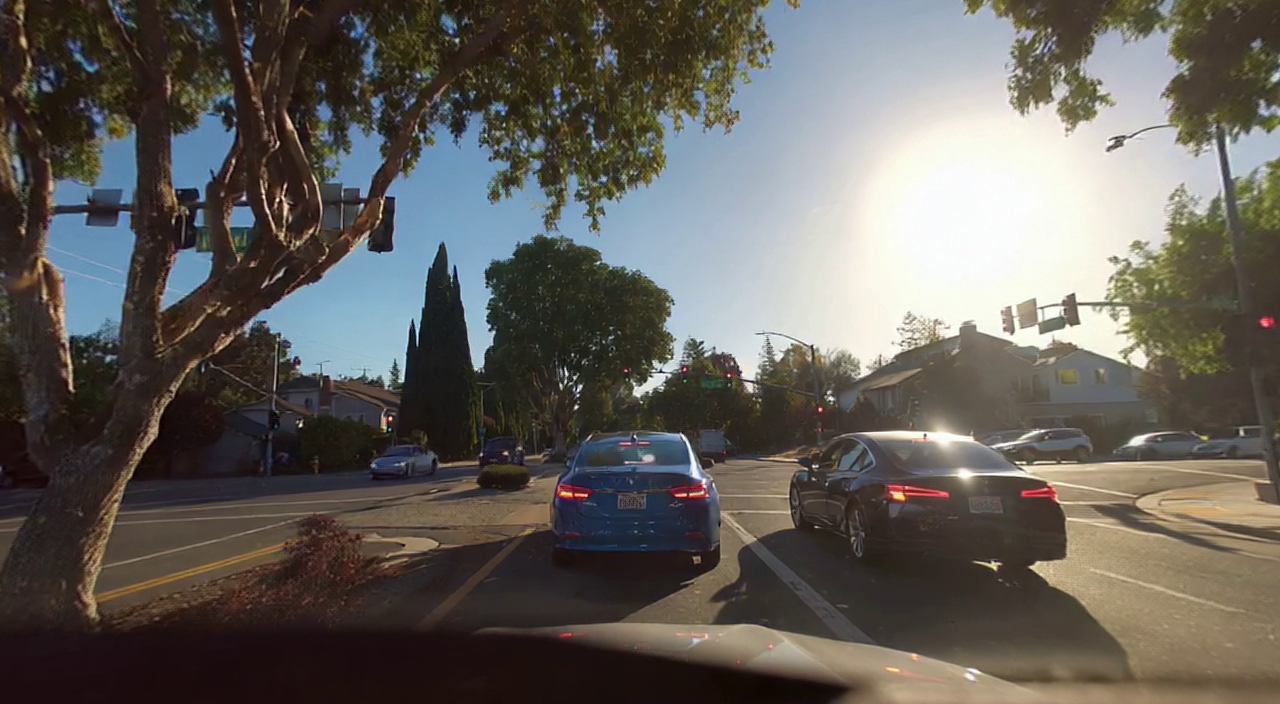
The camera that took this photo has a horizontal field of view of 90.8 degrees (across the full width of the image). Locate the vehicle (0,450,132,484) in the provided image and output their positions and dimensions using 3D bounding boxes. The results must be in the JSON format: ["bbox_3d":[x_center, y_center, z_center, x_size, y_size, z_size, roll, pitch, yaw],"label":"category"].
[{"bbox_3d":[-28.121,5.611,31.049,4.538,1.591,1.949,0,-8,1],"label":"vehicle"}]

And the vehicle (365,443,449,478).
[{"bbox_3d":[-11.273,5.271,31.029,2.102,1.531,5.072,0,-8,2],"label":"vehicle"}]

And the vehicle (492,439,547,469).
[{"bbox_3d":[-7.433,6.342,39.472,2.383,1.779,4.973,0,-8,1],"label":"vehicle"}]

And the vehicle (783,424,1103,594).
[{"bbox_3d":[3.183,1.714,7.770,1.913,1.505,4.097,0,-8,0],"label":"vehicle"}]

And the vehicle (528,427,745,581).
[{"bbox_3d":[-0.054,1.783,8.248,2.103,1.478,4.073,0,-8,-1],"label":"vehicle"}]

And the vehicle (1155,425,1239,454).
[{"bbox_3d":[41.705,6.583,47.352,4.388,2.079,1.960,0,-8,-2],"label":"vehicle"}]

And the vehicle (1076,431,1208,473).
[{"bbox_3d":[23.995,4.777,30.311,4.520,1.762,2.005,-2,-8,-1],"label":"vehicle"}]

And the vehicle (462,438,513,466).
[{"bbox_3d":[-10.941,7.232,45.765,2.376,1.916,4.899,0,-8,1],"label":"vehicle"}]
